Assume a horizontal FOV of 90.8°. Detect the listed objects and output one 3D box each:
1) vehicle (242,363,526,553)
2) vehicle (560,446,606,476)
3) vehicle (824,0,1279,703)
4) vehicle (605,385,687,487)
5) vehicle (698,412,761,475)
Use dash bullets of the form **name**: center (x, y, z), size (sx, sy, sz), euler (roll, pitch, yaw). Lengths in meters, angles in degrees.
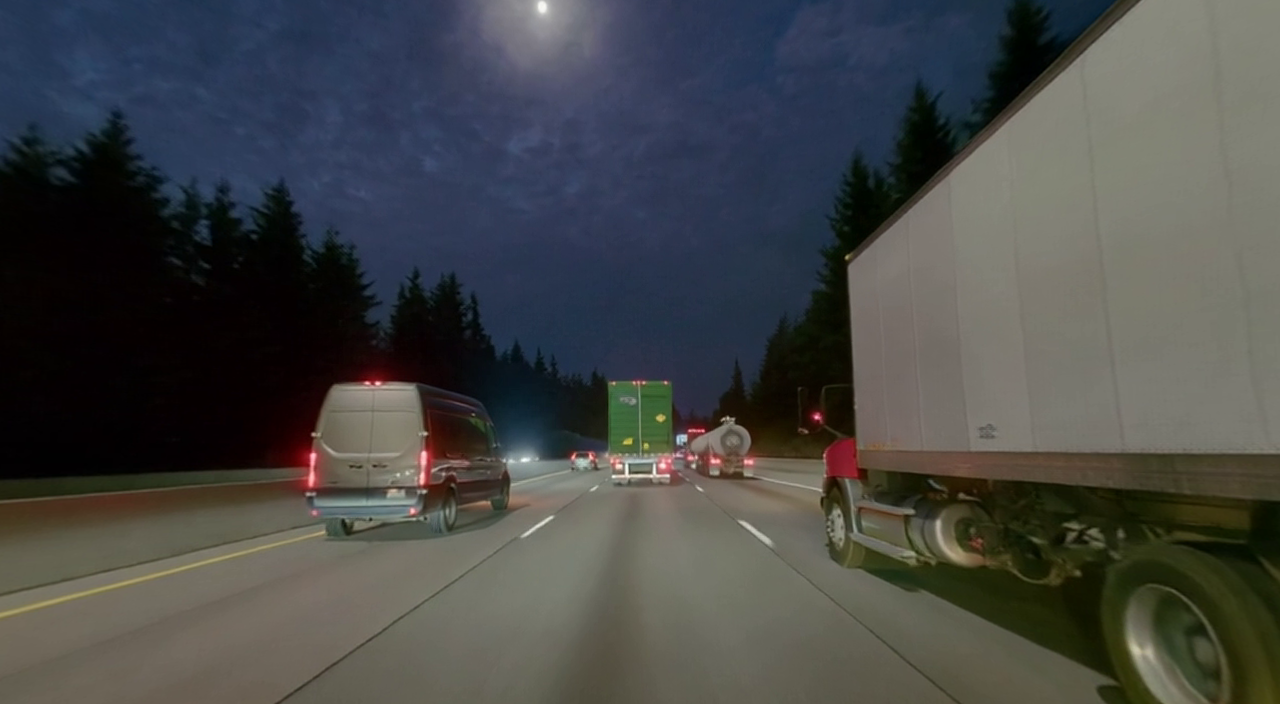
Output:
- **vehicle**: center (-4.037, 1.915, 11.753), size (2.525, 2.572, 6.260), euler (0, -9, 1)
- **vehicle**: center (-3.262, 6.362, 37.026), size (2.134, 1.652, 4.439), euler (0, -9, 3)
- **vehicle**: center (4.313, -0.241, 3.220), size (3.139, 4.152, 11.915), euler (0, -9, 0)
- **vehicle**: center (0.114, 3.567, 26.105), size (2.773, 3.455, 9.118), euler (0, -9, -1)
- **vehicle**: center (5.601, 6.081, 41.453), size (2.706, 3.500, 11.483), euler (0, -9, 1)
